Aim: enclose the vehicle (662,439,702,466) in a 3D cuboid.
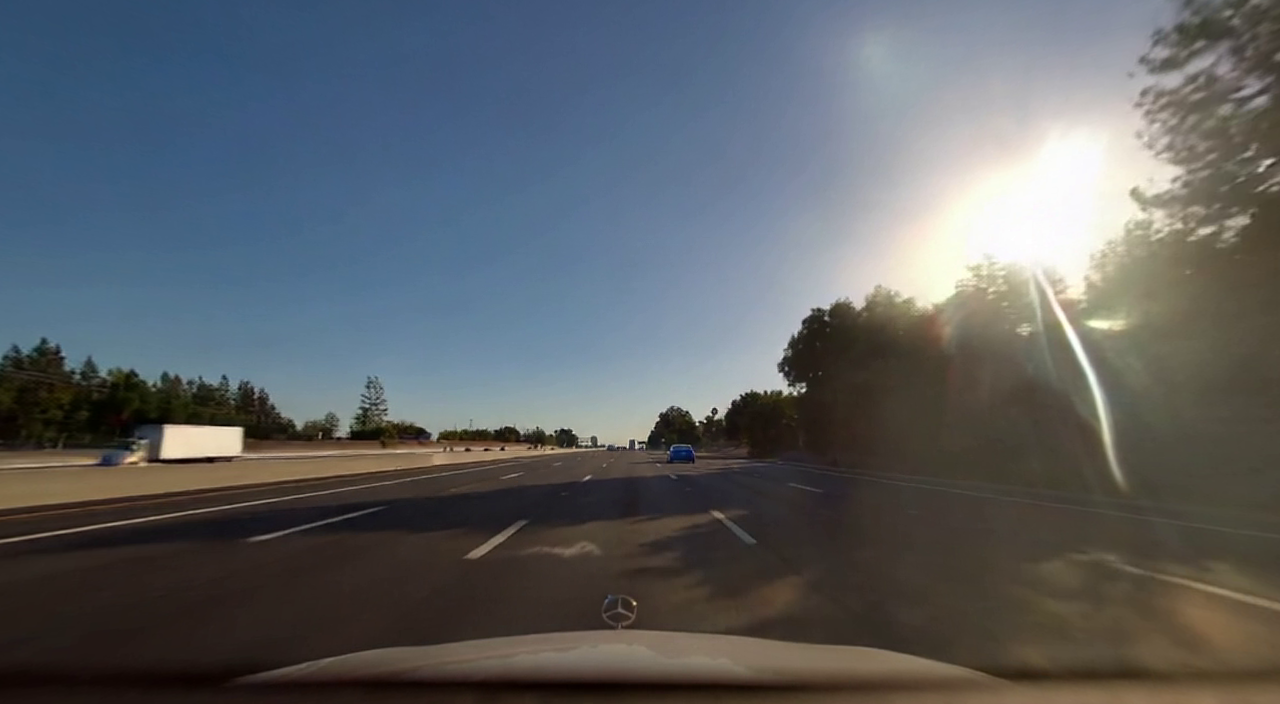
[{"bbox_3d":[2.707,6.546,41.283,2.270,1.615,3.770,0,-8,-1],"label":"vehicle"}]
